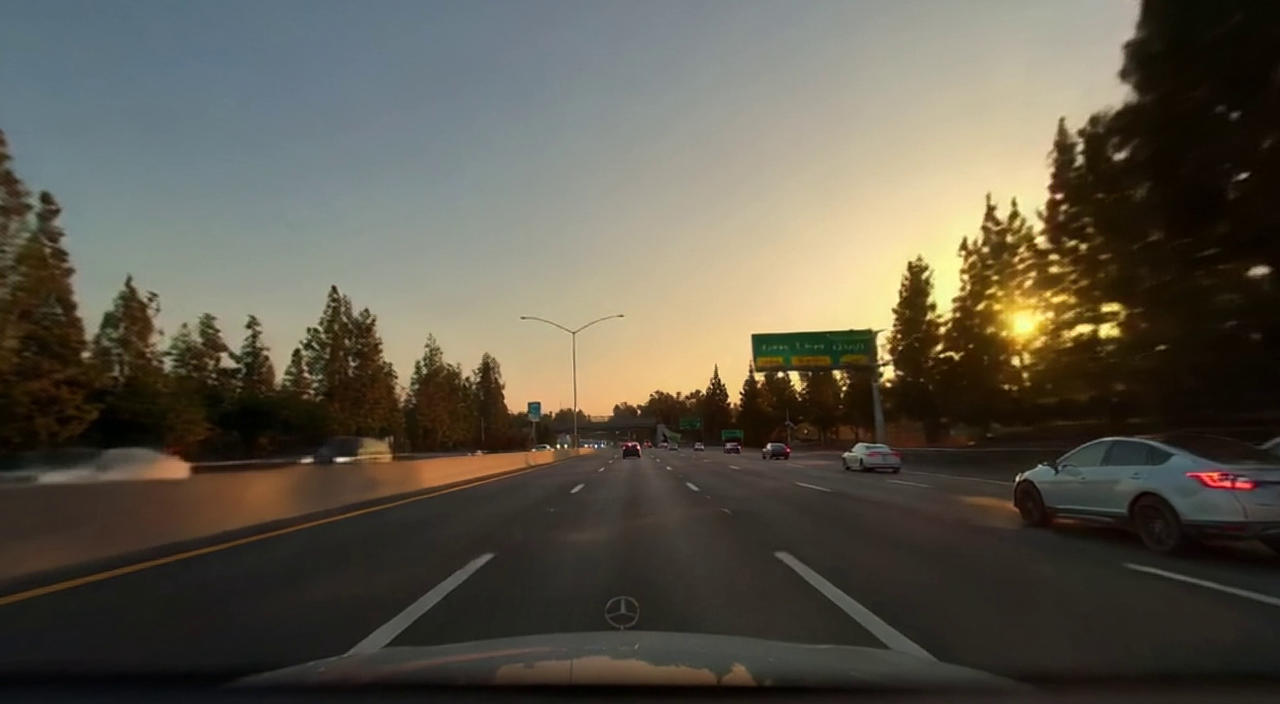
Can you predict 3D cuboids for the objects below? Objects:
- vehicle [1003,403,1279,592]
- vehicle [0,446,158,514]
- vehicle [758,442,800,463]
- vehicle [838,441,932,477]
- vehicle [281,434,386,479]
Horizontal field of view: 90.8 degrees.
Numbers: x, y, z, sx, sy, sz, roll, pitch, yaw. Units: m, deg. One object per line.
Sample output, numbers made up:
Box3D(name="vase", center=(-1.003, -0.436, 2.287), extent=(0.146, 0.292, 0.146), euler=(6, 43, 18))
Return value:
Box3D(name="vehicle", center=(6.749, 1.591, 7.574), extent=(2.027, 1.679, 4.543), euler=(0, -8, -1))
Box3D(name="vehicle", center=(-14.744, 3.090, 15.811), extent=(2.002, 1.427, 4.270), euler=(0, -8, 0))
Box3D(name="vehicle", center=(10.680, 7.737, 48.914), extent=(1.962, 1.536, 4.945), euler=(0, -8, -2))
Box3D(name="vehicle", center=(11.165, 4.893, 29.299), extent=(2.194, 1.489, 5.141), euler=(0, -8, -1))
Box3D(name="vehicle", center=(-10.931, 3.725, 22.884), extent=(1.751, 1.436, 4.133), euler=(1, -8, -1))
